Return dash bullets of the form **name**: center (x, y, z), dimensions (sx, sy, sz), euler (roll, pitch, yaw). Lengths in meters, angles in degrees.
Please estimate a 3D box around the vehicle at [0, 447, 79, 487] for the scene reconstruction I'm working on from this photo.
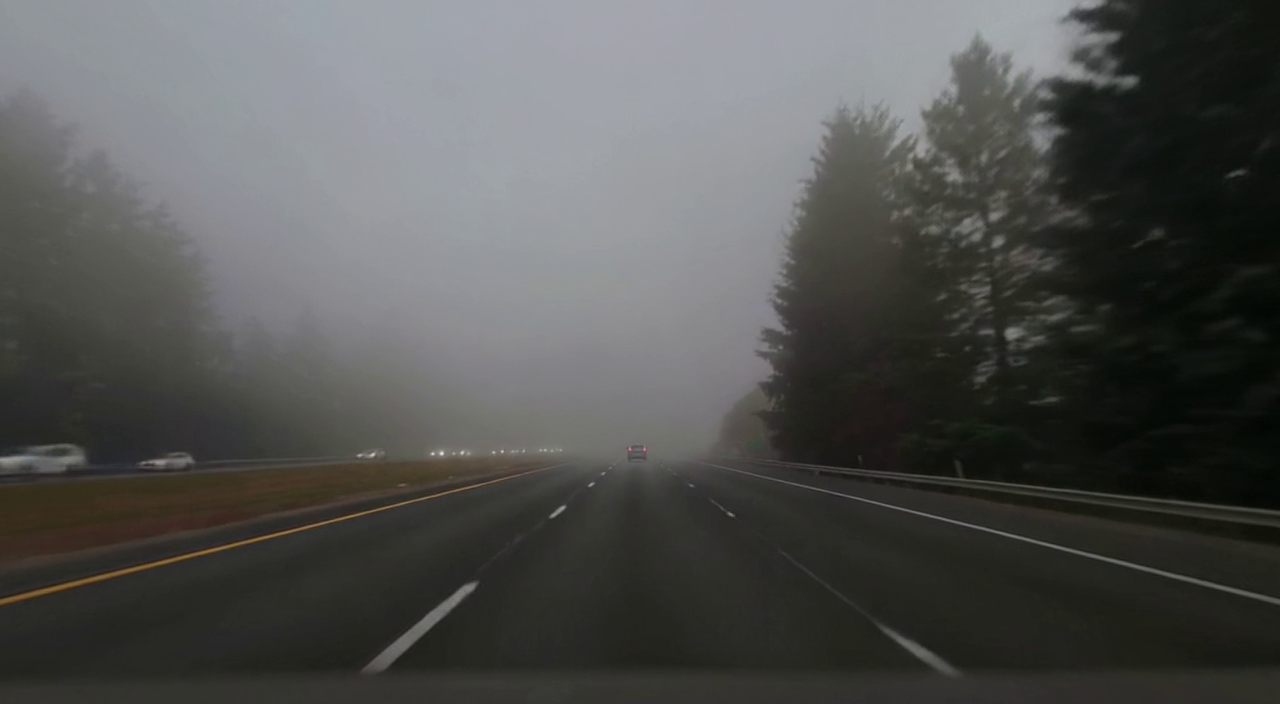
- **vehicle**: center (-28.292, 5.102, 28.210), dimensions (1.943, 1.700, 4.869), euler (0, -9, 0)

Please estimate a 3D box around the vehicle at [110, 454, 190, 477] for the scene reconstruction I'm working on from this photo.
- **vehicle**: center (-32.106, 7.423, 41.535), dimensions (1.733, 1.416, 4.414), euler (0, -9, 0)
